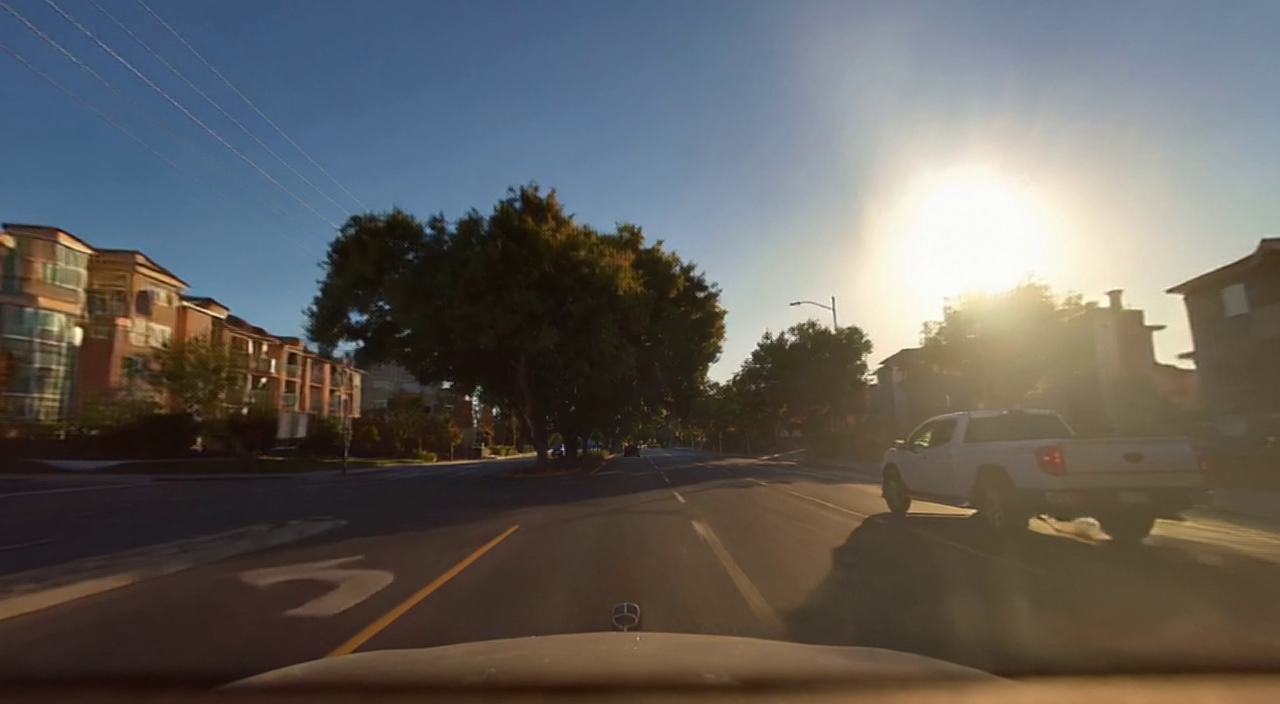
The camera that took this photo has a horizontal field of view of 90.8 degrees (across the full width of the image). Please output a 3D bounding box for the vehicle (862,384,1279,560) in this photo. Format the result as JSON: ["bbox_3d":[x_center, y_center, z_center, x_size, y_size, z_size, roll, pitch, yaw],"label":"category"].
[{"bbox_3d":[5.997,1.786,10.191,2.493,1.956,6.125,0,-8,-1],"label":"vehicle"}]
